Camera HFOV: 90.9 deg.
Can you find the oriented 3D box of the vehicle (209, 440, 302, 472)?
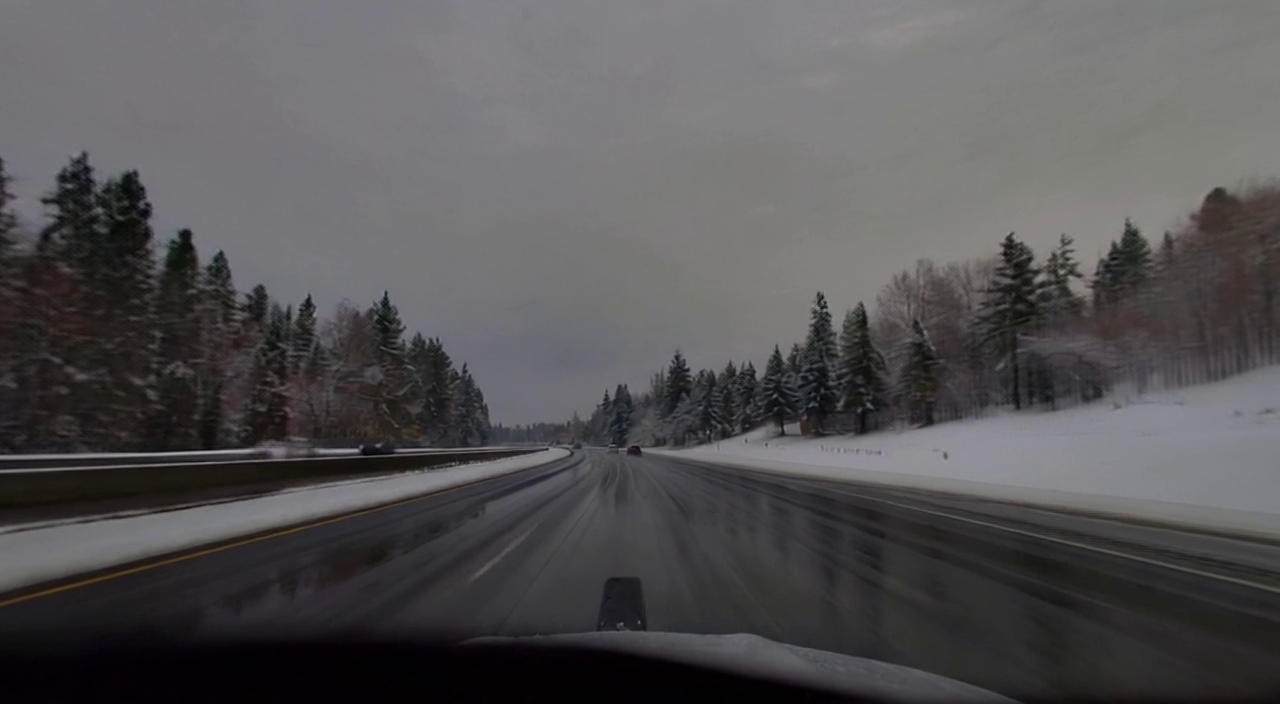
[{"bbox_3d":[-19.058,5.172,31.470,2.242,1.458,3.842,0,-9,-1],"label":"vehicle"}]
